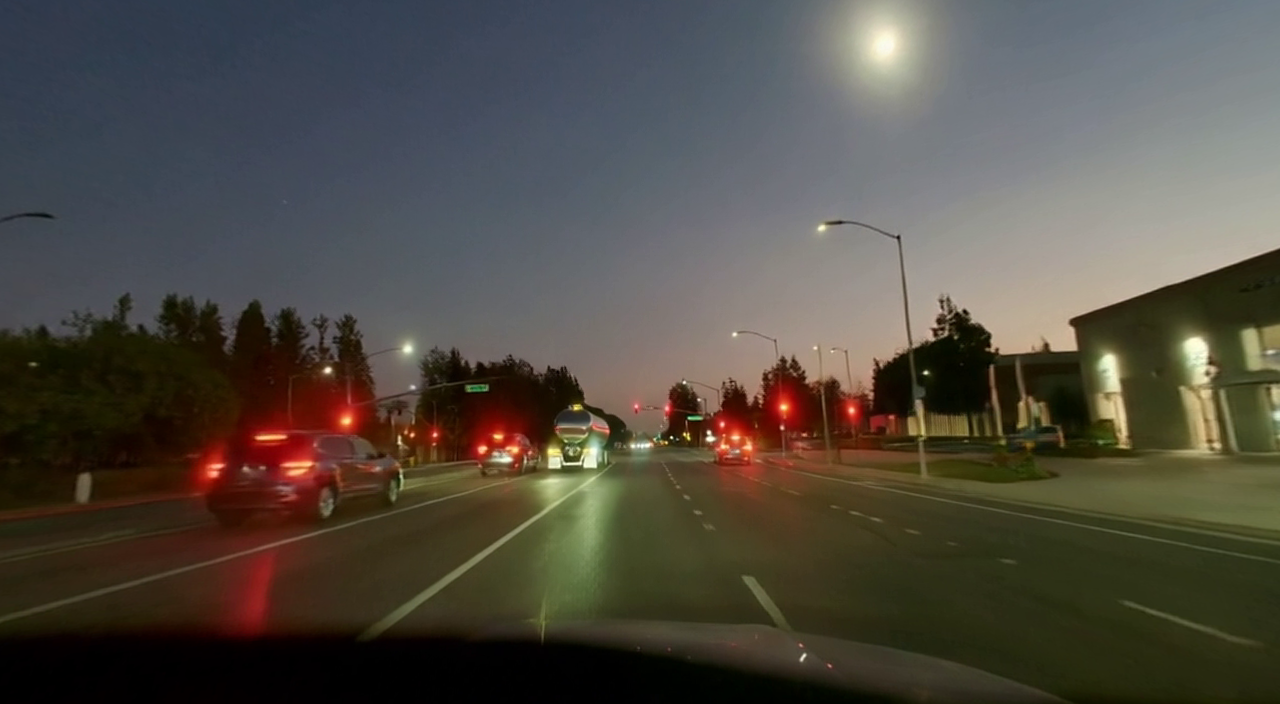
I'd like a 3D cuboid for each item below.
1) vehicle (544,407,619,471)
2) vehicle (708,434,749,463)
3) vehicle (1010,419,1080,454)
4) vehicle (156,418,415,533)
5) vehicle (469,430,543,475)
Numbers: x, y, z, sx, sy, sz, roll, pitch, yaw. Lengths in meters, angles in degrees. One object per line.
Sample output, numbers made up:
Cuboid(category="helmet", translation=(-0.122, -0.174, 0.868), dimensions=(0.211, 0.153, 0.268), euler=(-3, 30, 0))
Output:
Cuboid(category="vehicle", translation=(-2.983, 5.160, 37.023), dimensions=(2.841, 3.004, 14.901), euler=(0, -8, 1))
Cuboid(category="vehicle", translation=(6.097, 6.728, 43.975), dimensions=(2.093, 1.926, 4.749), euler=(0, -8, -2))
Cuboid(category="vehicle", translation=(23.441, 4.912, 36.388), dimensions=(2.380, 1.890, 5.620), euler=(-7, -11, 41))
Cuboid(category="vehicle", translation=(-6.314, 2.245, 12.098), dimensions=(2.179, 1.750, 4.621), euler=(0, -8, 1))
Cuboid(category="vehicle", translation=(-6.421, 4.907, 30.954), dimensions=(2.375, 1.989, 5.497), euler=(0, -8, 1))
